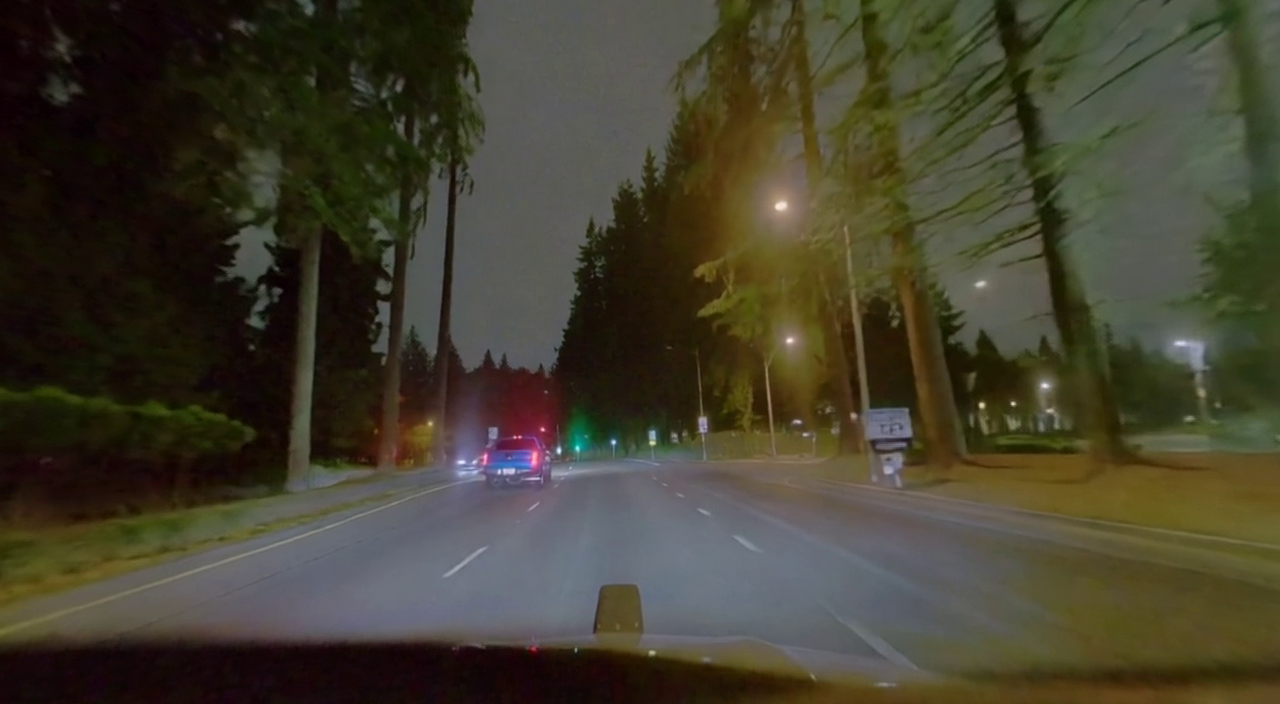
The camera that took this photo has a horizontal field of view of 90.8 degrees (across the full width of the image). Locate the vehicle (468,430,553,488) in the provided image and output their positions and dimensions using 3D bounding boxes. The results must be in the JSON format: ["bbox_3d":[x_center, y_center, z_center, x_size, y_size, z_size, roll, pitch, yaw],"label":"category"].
[{"bbox_3d":[-4.664,4.001,23.932,2.267,1.849,6.402,0,-9,-4],"label":"vehicle"}]
